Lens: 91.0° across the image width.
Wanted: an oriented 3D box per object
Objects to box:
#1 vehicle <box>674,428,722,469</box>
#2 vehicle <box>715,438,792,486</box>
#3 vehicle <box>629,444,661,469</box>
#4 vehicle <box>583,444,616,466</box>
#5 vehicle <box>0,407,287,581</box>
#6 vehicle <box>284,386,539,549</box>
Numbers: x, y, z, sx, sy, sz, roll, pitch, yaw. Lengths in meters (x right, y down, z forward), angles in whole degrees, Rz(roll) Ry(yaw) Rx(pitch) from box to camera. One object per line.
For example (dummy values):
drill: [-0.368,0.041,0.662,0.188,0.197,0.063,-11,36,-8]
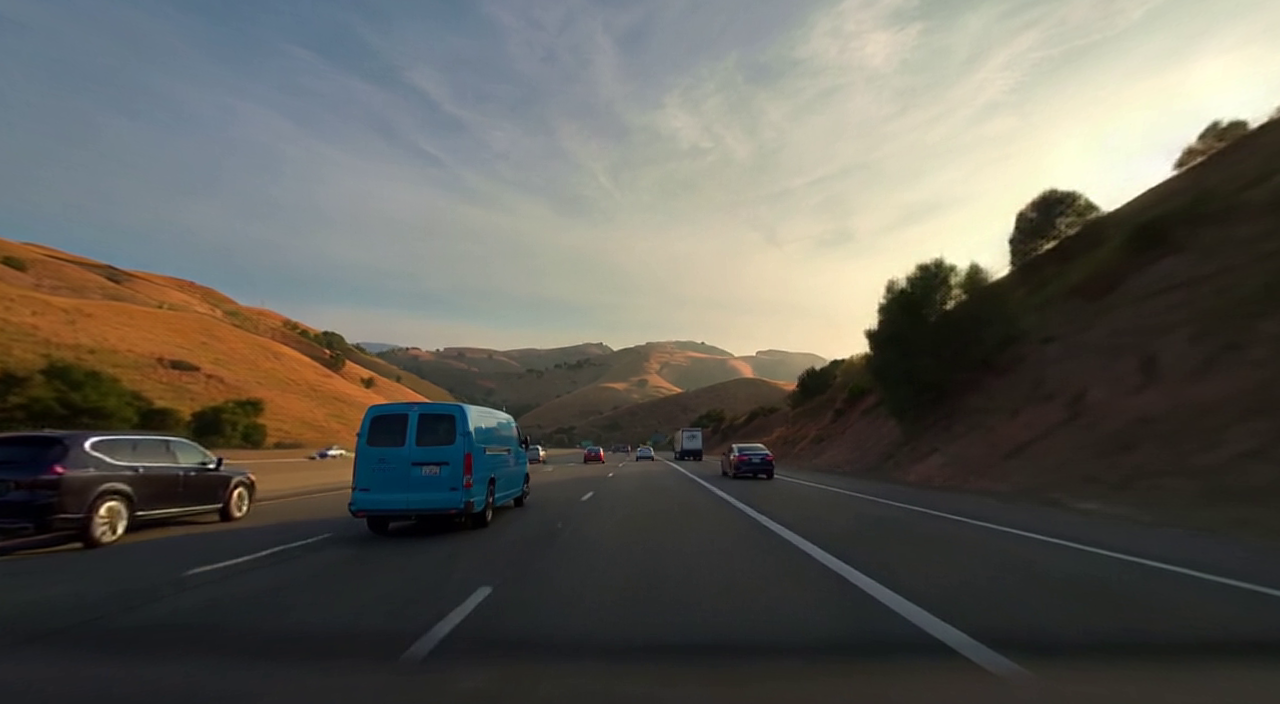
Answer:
vehicle: [4.153,7.205,46.994,2.877,2.730,7.831,0,-9,0]
vehicle: [4.131,4.076,23.576,2.051,1.598,4.145,0,-9,-1]
vehicle: [0.344,6.811,41.185,2.014,1.543,3.804,0,-9,0]
vehicle: [-3.048,7.892,48.275,2.138,1.581,4.340,0,-9,1]
vehicle: [-7.372,1.787,8.745,2.054,1.715,4.928,0,-9,0]
vehicle: [-3.578,2.013,11.521,2.421,2.203,5.775,0,-9,1]
